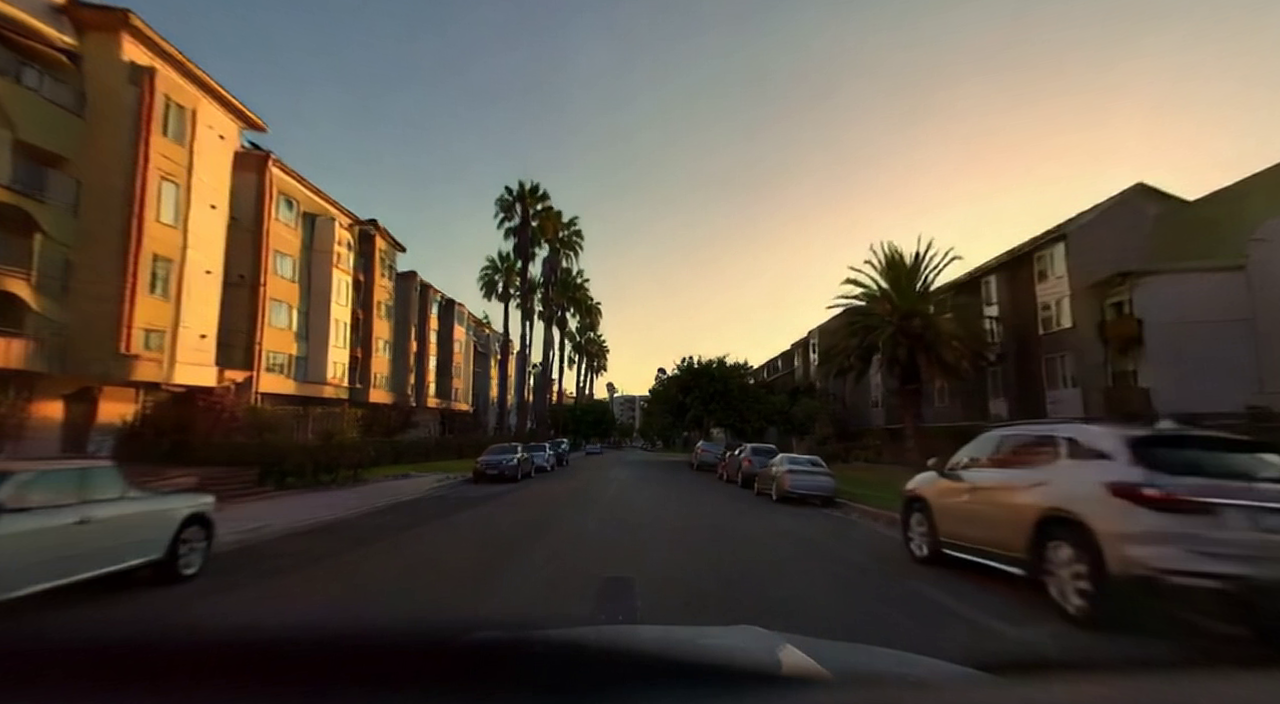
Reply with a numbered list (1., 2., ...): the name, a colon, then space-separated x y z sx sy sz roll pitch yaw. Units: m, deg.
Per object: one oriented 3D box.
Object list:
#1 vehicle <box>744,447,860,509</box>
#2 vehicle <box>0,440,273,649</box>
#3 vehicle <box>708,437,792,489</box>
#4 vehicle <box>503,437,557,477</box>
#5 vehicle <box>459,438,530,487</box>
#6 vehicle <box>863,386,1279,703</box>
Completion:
1. vehicle: 4.283 3.373 17.527 1.909 1.449 4.513 0 -8 -2
2. vehicle: -5.717 1.593 5.845 1.949 1.512 4.783 0 -9 -3
3. vehicle: 4.071 4.190 24.278 2.201 1.787 5.007 0 -8 -1
4. vehicle: -5.630 5.407 32.871 2.087 1.896 4.554 0 -8 -2
5. vehicle: -5.874 4.482 26.078 1.947 1.806 4.413 1 -8 -1
6. vehicle: 4.167 1.452 5.981 2.089 1.783 5.138 0 -8 -2
